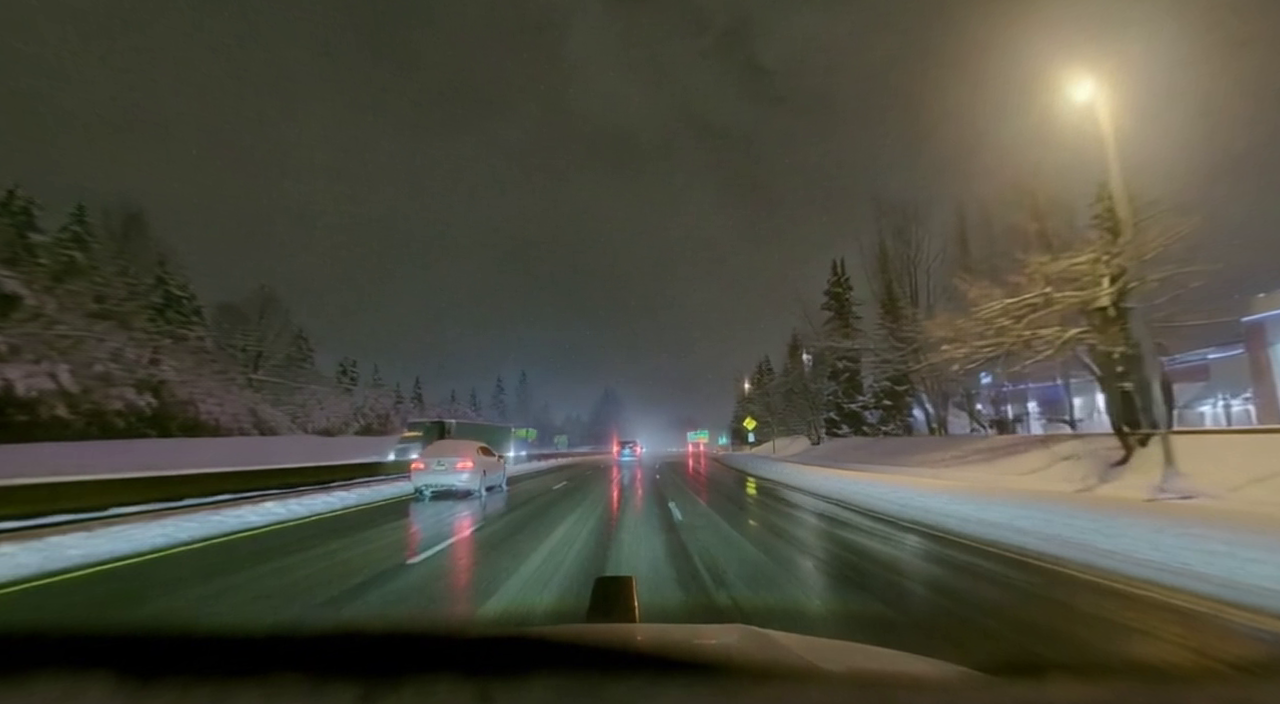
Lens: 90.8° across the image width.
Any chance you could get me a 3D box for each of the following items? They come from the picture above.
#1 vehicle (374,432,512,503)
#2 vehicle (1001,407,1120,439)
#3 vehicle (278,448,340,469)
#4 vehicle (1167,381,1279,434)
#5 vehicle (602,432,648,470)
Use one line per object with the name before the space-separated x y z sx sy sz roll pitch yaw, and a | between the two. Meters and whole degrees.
vehicle | -4.631 2.785 15.665 1.907 1.483 4.562 0 -9 1
vehicle | 20.703 3.521 31.232 4.487 1.477 1.804 -1 -9 4
vehicle | -25.568 8.221 48.987 1.872 1.473 4.725 -1 -9 6
vehicle | 21.410 1.997 22.985 3.961 1.663 1.906 0 -7 -28
vehicle | -0.697 5.232 33.420 2.155 1.856 4.796 0 -9 2
